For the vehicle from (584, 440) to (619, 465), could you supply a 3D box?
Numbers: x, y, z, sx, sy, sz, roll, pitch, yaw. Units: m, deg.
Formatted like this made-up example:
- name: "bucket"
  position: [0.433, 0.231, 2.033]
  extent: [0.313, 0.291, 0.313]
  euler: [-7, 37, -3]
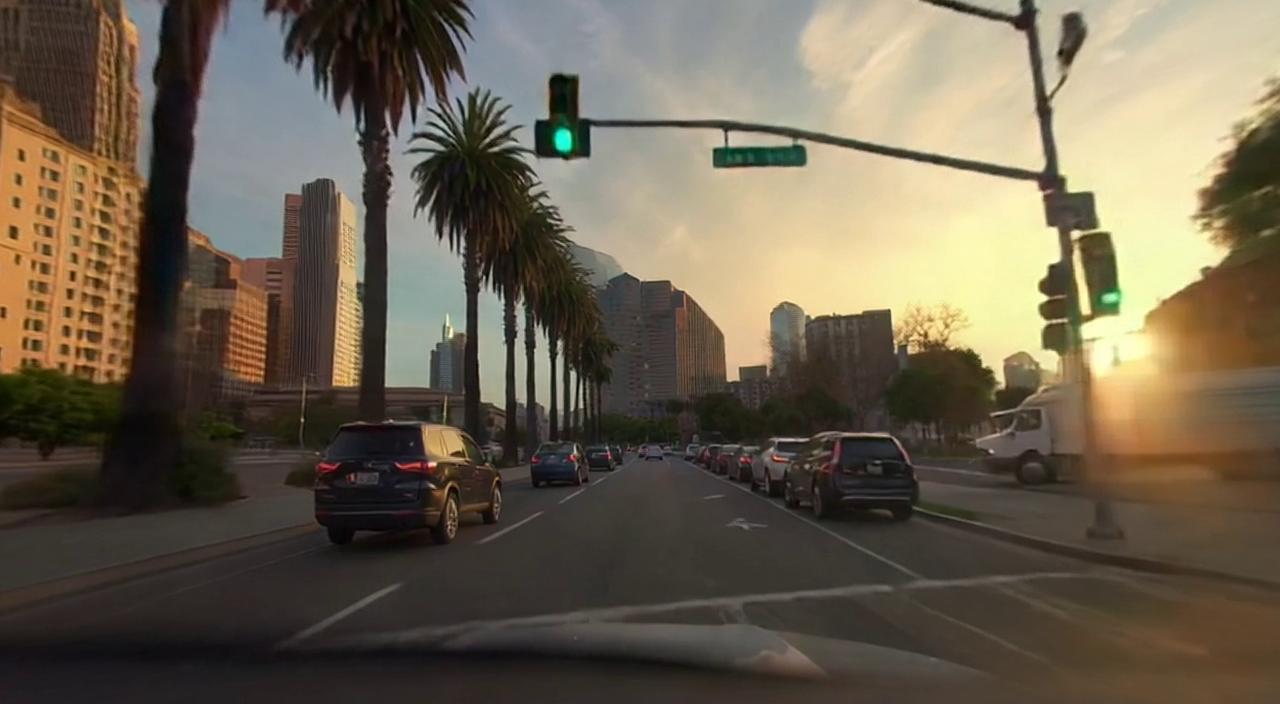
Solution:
- name: "vehicle"
  position: [-2.592, 6.868, 43.170]
  extent: [1.955, 1.637, 4.243]
  euler: [0, -9, 2]

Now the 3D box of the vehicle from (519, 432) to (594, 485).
- name: "vehicle"
  position: [-2.947, 3.900, 23.242]
  extent: [2.014, 1.740, 4.392]
  euler: [0, -9, 2]

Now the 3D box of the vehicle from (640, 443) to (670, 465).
- name: "vehicle"
  position: [1.032, 7.152, 44.261]
  extent: [2.036, 1.461, 3.890]
  euler: [0, -9, 0]

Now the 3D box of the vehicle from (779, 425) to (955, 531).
- name: "vehicle"
  position: [4.348, 2.477, 13.020]
  extent: [1.965, 1.735, 4.835]
  euler: [0, -9, 2]

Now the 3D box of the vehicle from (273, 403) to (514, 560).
- name: "vehicle"
  position: [-3.280, 1.811, 9.439]
  extent: [1.800, 1.797, 4.224]
  euler: [0, -9, 1]

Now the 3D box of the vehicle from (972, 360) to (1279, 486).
- name: "vehicle"
  position: [16.719, 2.347, 19.883]
  extent: [10.428, 3.452, 2.869]
  euler: [-7, -11, 37]
